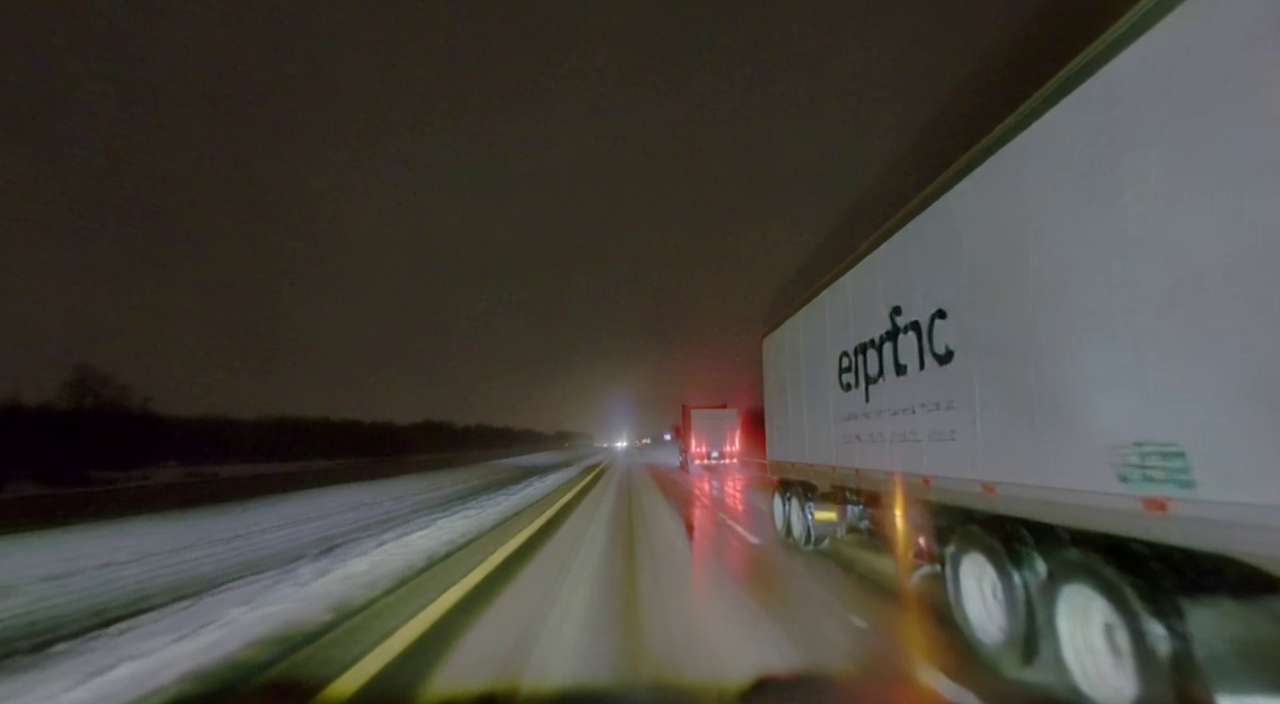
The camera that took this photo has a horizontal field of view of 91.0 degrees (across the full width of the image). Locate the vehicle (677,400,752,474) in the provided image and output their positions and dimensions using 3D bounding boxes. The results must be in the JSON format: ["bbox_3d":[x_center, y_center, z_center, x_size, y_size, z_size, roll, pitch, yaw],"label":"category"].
[{"bbox_3d":[3.480,4.225,31.192,2.702,3.193,7.196,-1,-8,-1],"label":"vehicle"}]
